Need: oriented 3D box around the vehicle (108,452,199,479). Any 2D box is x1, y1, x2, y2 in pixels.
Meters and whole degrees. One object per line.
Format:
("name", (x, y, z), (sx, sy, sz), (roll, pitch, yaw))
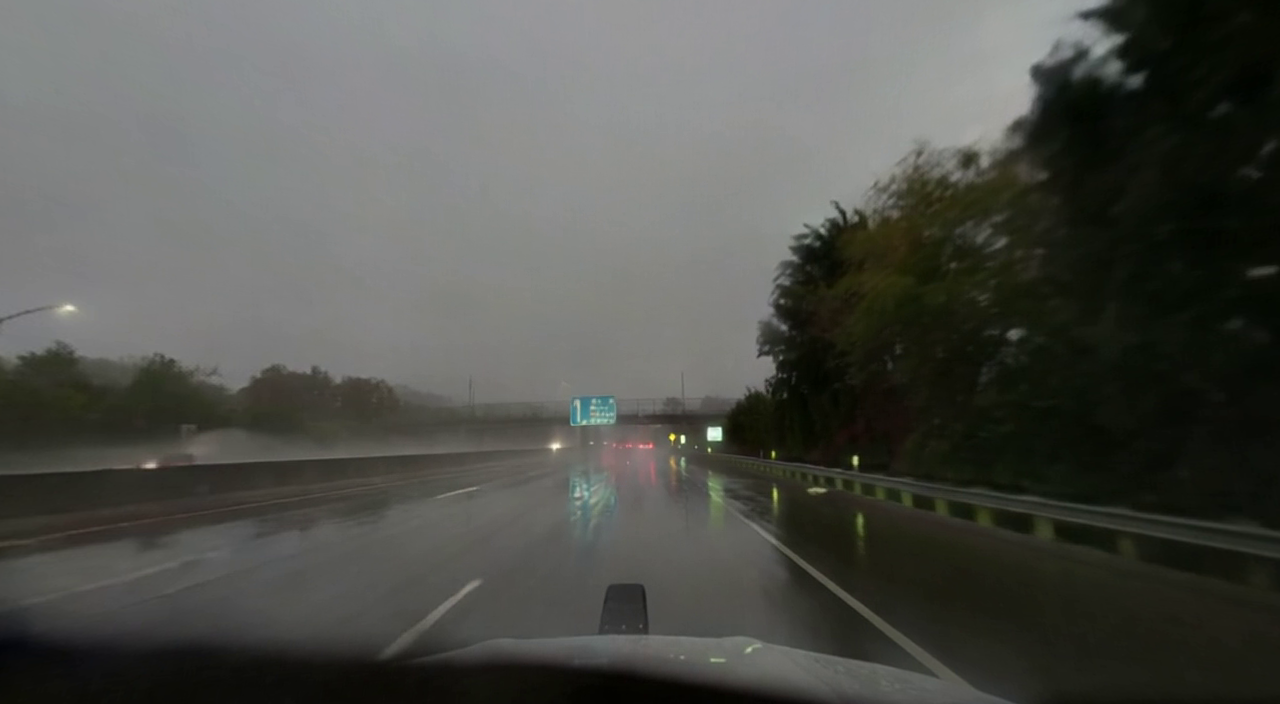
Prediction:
("vehicle", (-28.867, 6.743, 37.604), (1.859, 1.451, 4.394), (0, -8, 1))
